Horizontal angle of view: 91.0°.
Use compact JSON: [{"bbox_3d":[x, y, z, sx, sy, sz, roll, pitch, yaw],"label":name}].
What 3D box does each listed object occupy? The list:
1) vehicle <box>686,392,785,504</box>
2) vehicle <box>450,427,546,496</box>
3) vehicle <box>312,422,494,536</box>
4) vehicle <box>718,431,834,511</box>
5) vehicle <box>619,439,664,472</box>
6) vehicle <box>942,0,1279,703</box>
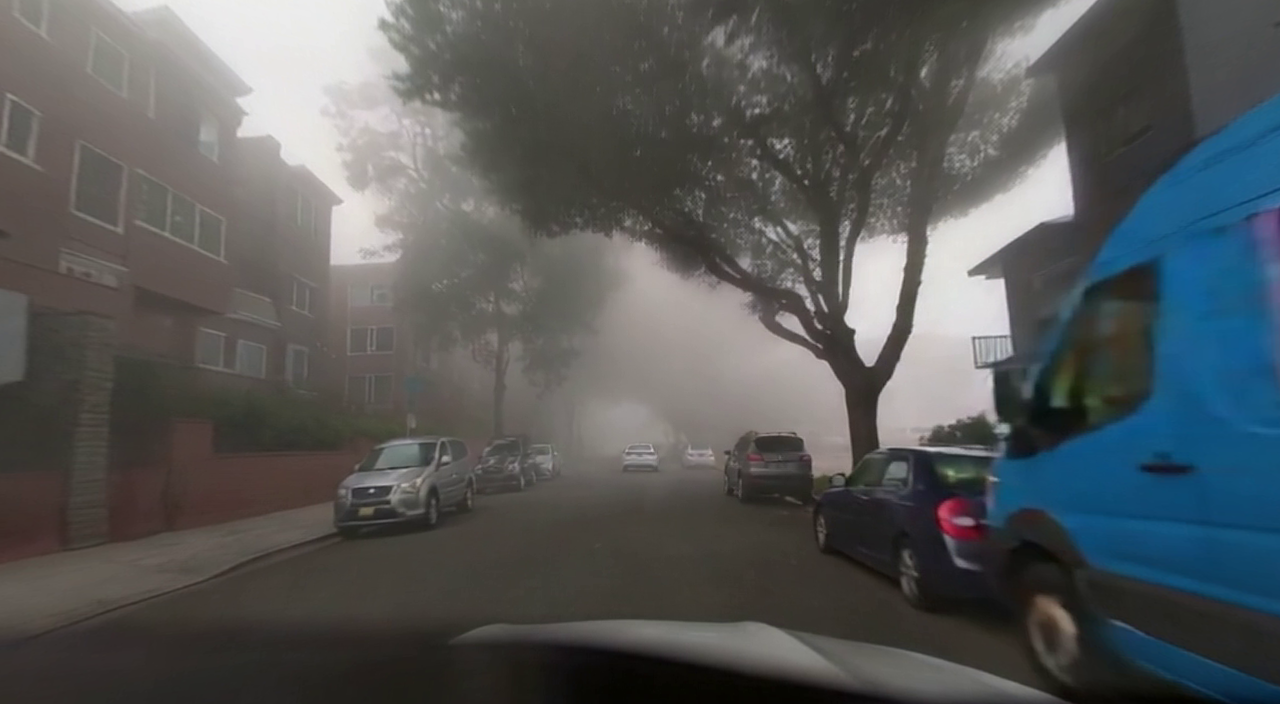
[{"bbox_3d":[2.922,2.912,21.008,2.489,3.082,6.627,1,-4,2],"label":"vehicle"},{"bbox_3d":[-4.540,3.502,20.845,2.022,1.721,4.355,1,-3,2],"label":"vehicle"},{"bbox_3d":[-4.303,2.280,12.222,1.951,1.662,4.046,1,-4,0],"label":"vehicle"},{"bbox_3d":[3.086,2.756,15.184,1.901,1.649,4.118,0,-8,0],"label":"vehicle"},{"bbox_3d":[0.126,5.029,30.828,2.095,1.510,3.605,0,-8,2],"label":"vehicle"},{"bbox_3d":[3.048,0.201,0.967,2.245,2.843,5.762,0,-8,0],"label":"vehicle"}]
